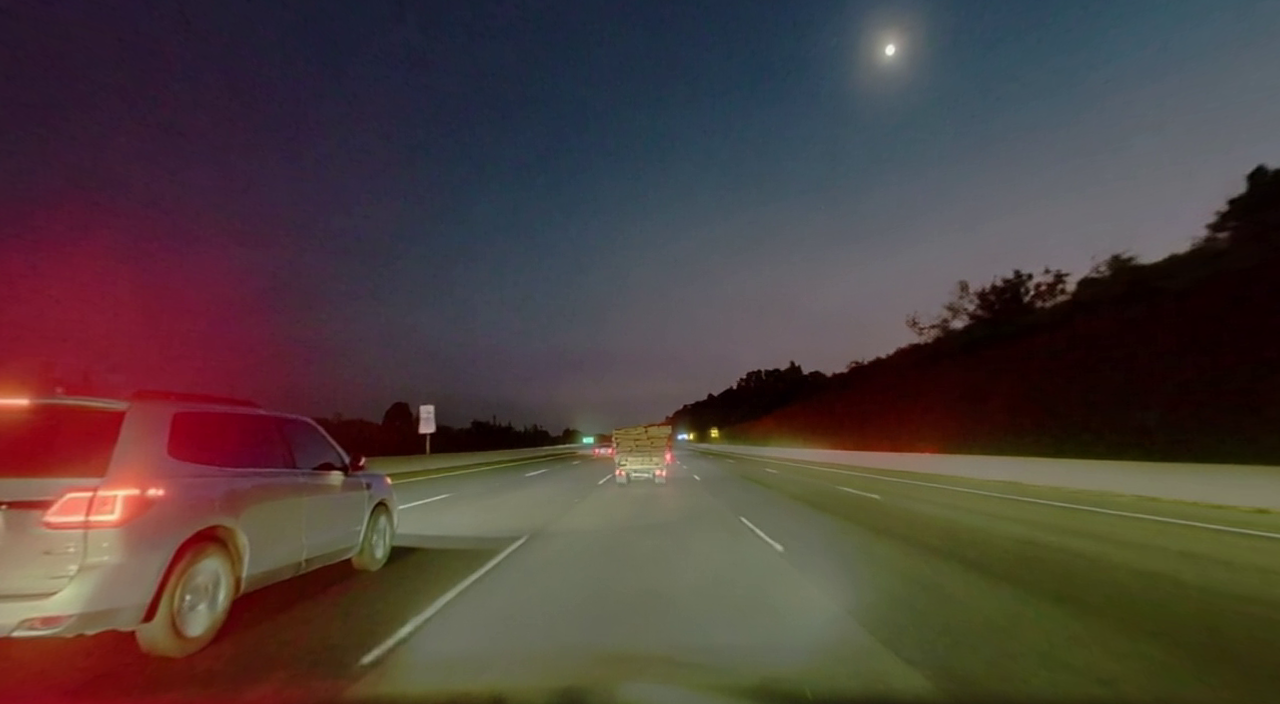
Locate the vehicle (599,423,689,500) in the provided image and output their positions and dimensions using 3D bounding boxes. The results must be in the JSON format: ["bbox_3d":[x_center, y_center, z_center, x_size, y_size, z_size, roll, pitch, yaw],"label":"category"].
[{"bbox_3d":[0.107,2.895,17.041,2.114,1.787,4.365,0,-8,0],"label":"vehicle"}]

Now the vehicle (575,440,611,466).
[{"bbox_3d":[-2.913,6.371,40.017,1.927,1.555,3.959,0,-8,1],"label":"vehicle"}]
